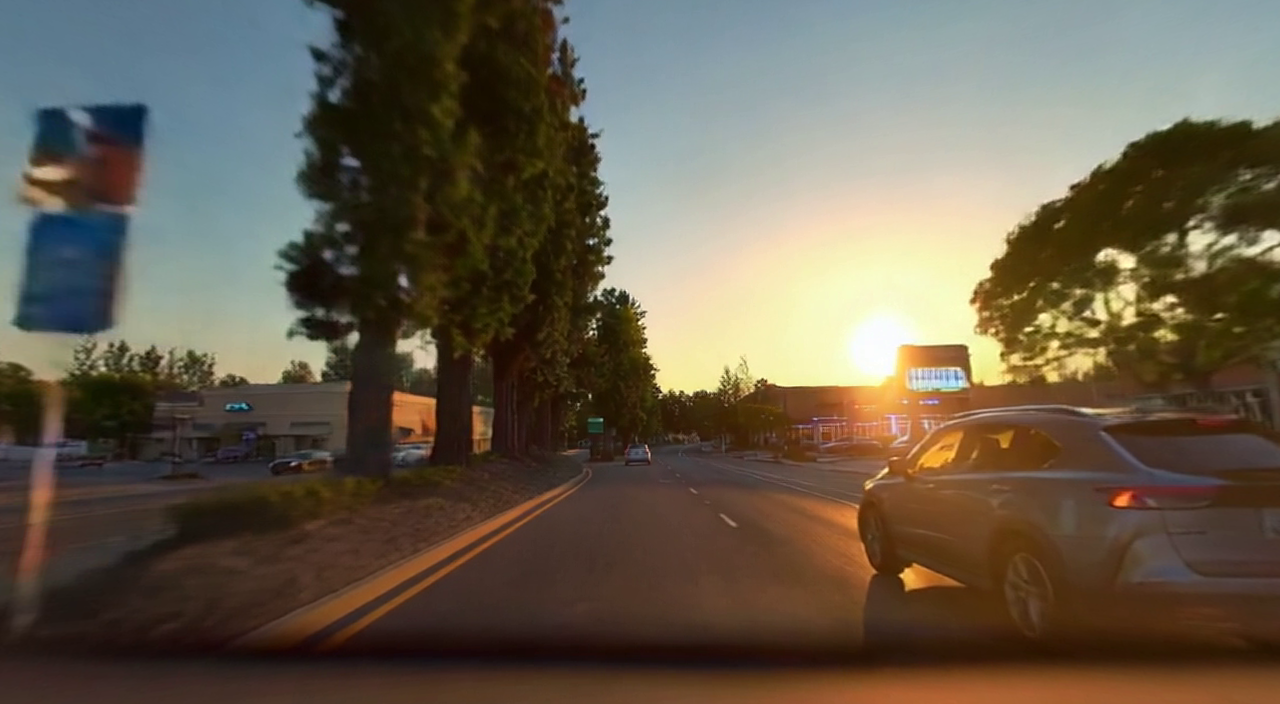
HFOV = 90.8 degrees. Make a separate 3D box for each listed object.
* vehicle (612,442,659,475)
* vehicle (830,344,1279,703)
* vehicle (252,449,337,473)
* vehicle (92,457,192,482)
[{"bbox_3d":[-0.233,5.104,30.579,2.126,1.475,3.967,0,-8,-1],"label":"vehicle"},{"bbox_3d":[3.218,1.132,4.713,2.110,1.698,4.397,0,-9,-2],"label":"vehicle"},{"bbox_3d":[-23.354,7.361,42.819,4.625,1.516,2.007,0,-8,2],"label":"vehicle"},{"bbox_3d":[-32.510,7.666,41.432,4.741,1.442,1.957,4,-10,-27],"label":"vehicle"}]
